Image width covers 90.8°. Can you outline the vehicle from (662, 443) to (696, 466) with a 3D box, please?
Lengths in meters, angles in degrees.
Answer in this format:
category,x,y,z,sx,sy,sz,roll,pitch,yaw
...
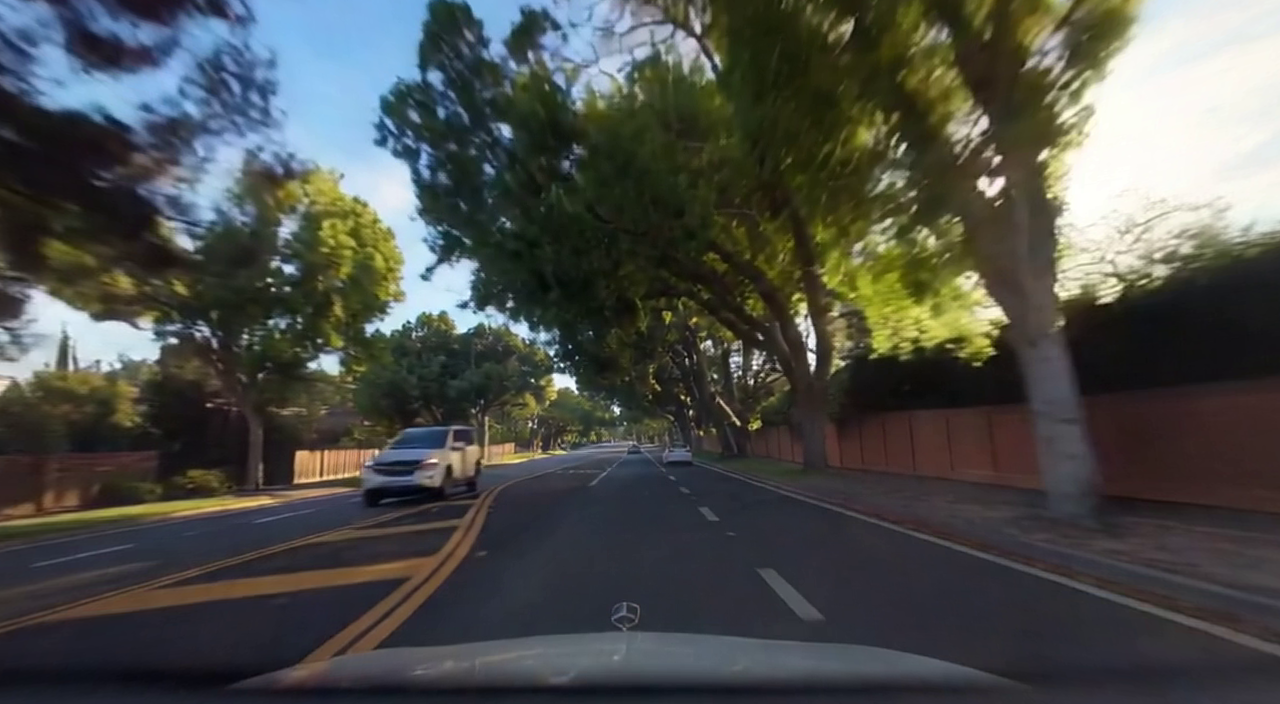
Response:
category,x,y,z,sx,sy,sz,roll,pitch,yaw
vehicle,2.620,6.992,43.249,1.991,1.476,4.153,0,-9,-1

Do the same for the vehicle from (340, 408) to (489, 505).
category,x,y,z,sx,sy,sz,roll,pitch,yaw
vehicle,-6.592,3.157,19.448,2.430,2.517,5.772,0,-8,0
